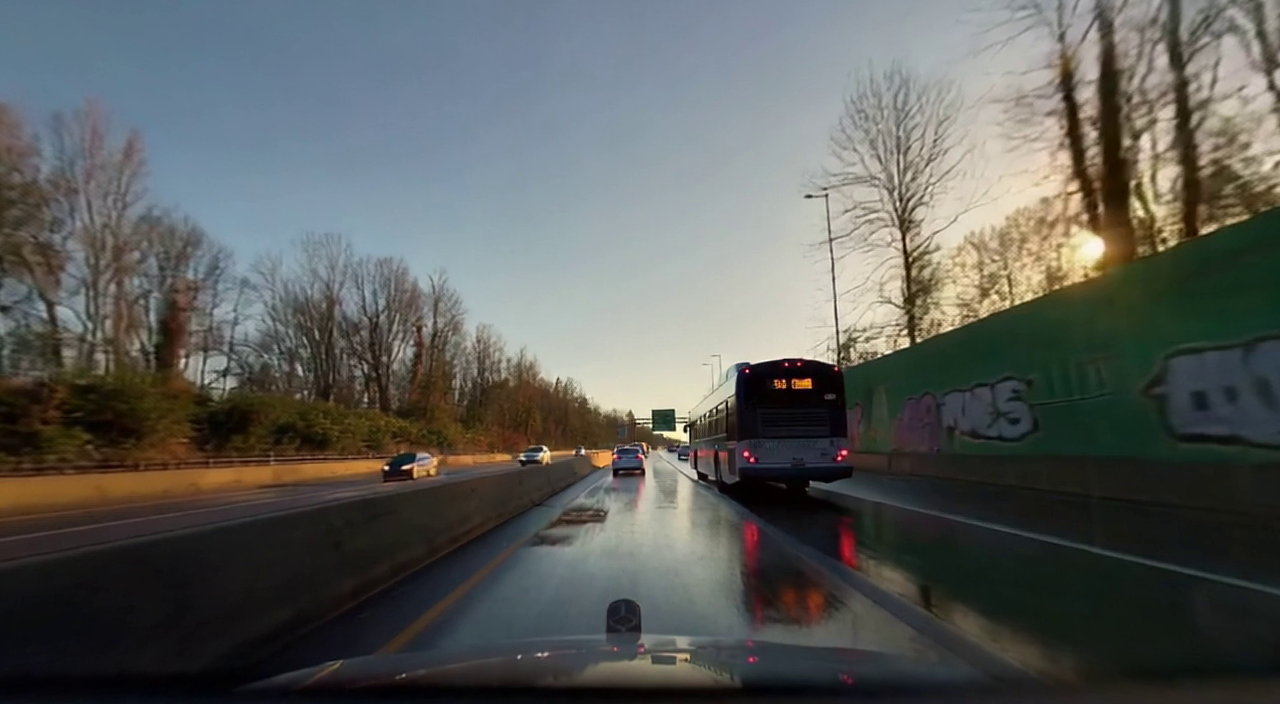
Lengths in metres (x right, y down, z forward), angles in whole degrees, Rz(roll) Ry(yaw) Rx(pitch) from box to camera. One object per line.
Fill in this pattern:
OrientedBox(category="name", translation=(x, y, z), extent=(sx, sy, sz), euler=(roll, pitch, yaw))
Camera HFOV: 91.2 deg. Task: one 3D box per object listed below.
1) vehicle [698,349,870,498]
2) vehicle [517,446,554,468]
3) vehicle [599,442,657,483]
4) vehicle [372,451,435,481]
OrientedBox(category="vehicle", translation=(3.947, 2.636, 21.073), extent=(3.055, 3.479, 12.521), euler=(-1, -9, 1))
OrientedBox(category="vehicle", translation=(-8.137, 8.260, 49.332), extent=(2.064, 1.648, 4.371), euler=(-1, -9, 2))
OrientedBox(category="vehicle", translation=(-0.417, 4.491, 25.692), extent=(2.160, 1.532, 4.073), euler=(-1, -9, 1))
OrientedBox(category="vehicle", translation=(-12.721, 6.125, 33.927), extent=(1.813, 1.456, 3.830), euler=(-1, -9, 1))
